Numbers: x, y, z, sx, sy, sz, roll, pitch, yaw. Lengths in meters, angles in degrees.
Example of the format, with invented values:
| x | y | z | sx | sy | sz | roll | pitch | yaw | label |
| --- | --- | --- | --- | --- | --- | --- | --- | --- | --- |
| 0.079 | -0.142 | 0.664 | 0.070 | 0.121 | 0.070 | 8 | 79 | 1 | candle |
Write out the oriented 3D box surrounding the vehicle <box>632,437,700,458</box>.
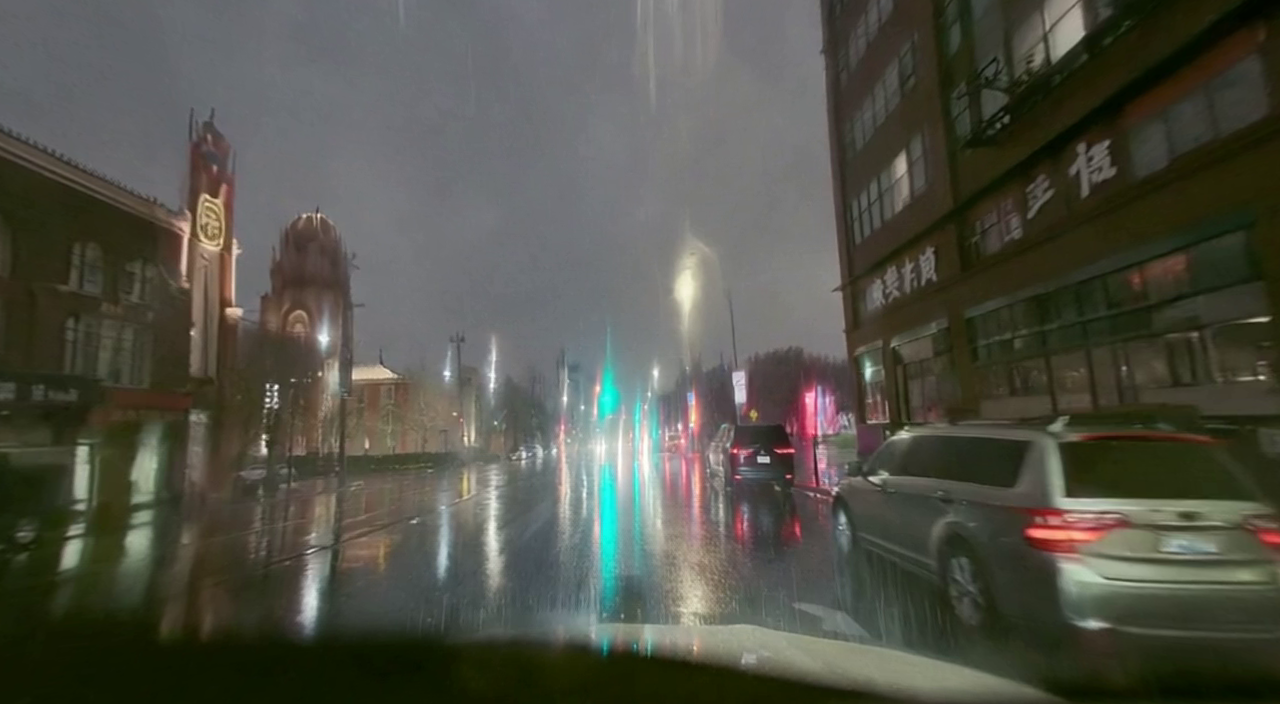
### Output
| x | y | z | sx | sy | sz | roll | pitch | yaw | label |
| --- | --- | --- | --- | --- | --- | --- | --- | --- | --- |
| 1.902 | 7.033 | 46.442 | 4.620 | 1.476 | 1.881 | 3 | -9 | -19 | vehicle |

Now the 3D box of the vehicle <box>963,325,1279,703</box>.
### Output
| x | y | z | sx | sy | sz | roll | pitch | yaw | label |
| --- | --- | --- | --- | --- | --- | --- | --- | --- | --- |
| 3.141 | 0.694 | 1.562 | 2.452 | 1.640 | 4.646 | -1 | -8 | 4 | vehicle |

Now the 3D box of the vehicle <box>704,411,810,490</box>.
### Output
| x | y | z | sx | sy | sz | roll | pitch | yaw | label |
| --- | --- | --- | --- | --- | --- | --- | --- | --- | --- |
| 3.337 | 2.979 | 19.425 | 2.269 | 2.046 | 5.649 | 0 | -8 | 1 | vehicle |

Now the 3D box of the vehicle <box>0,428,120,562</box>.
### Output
| x | y | z | sx | sy | sz | roll | pitch | yaw | label |
| --- | --- | --- | --- | --- | --- | --- | --- | --- | --- |
| -15.505 | 2.870 | 12.105 | 2.953 | 2.851 | 9.417 | 2 | -8 | 0 | vehicle |
